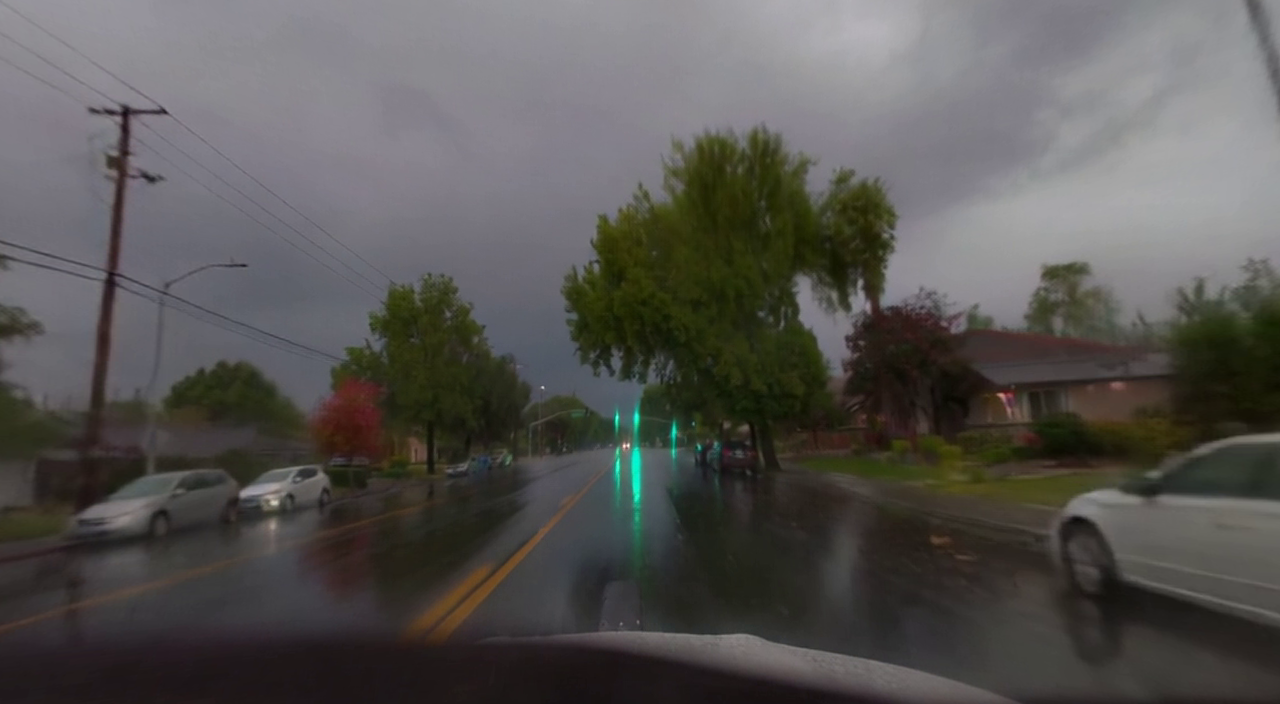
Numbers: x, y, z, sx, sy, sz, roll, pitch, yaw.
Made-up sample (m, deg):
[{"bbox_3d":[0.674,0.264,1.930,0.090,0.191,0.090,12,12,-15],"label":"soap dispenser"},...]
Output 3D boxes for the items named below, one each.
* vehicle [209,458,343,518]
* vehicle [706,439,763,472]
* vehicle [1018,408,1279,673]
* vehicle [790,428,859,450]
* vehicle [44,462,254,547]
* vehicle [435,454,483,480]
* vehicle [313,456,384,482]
[{"bbox_3d":[-11.651,4.339,20.615,2.008,1.643,4.130,0,-8,-2],"label":"vehicle"},{"bbox_3d":[4.500,5.034,30.819,2.010,1.461,4.247,0,-9,-2],"label":"vehicle"},{"bbox_3d":[4.546,1.045,3.480,1.887,1.480,4.731,0,-9,-2],"label":"vehicle"},{"bbox_3d":[14.166,6.710,48.644,4.660,1.546,1.916,-1,-8,0],"label":"vehicle"},{"bbox_3d":[-11.485,3.539,15.249,1.845,1.626,4.105,0,-8,-2],"label":"vehicle"},{"bbox_3d":[-11.689,7.435,41.043,1.867,1.471,4.139,0,-8,1],"label":"vehicle"},{"bbox_3d":[-20.070,8.042,43.608,3.932,1.641,1.819,0,-8,-1],"label":"vehicle"}]
